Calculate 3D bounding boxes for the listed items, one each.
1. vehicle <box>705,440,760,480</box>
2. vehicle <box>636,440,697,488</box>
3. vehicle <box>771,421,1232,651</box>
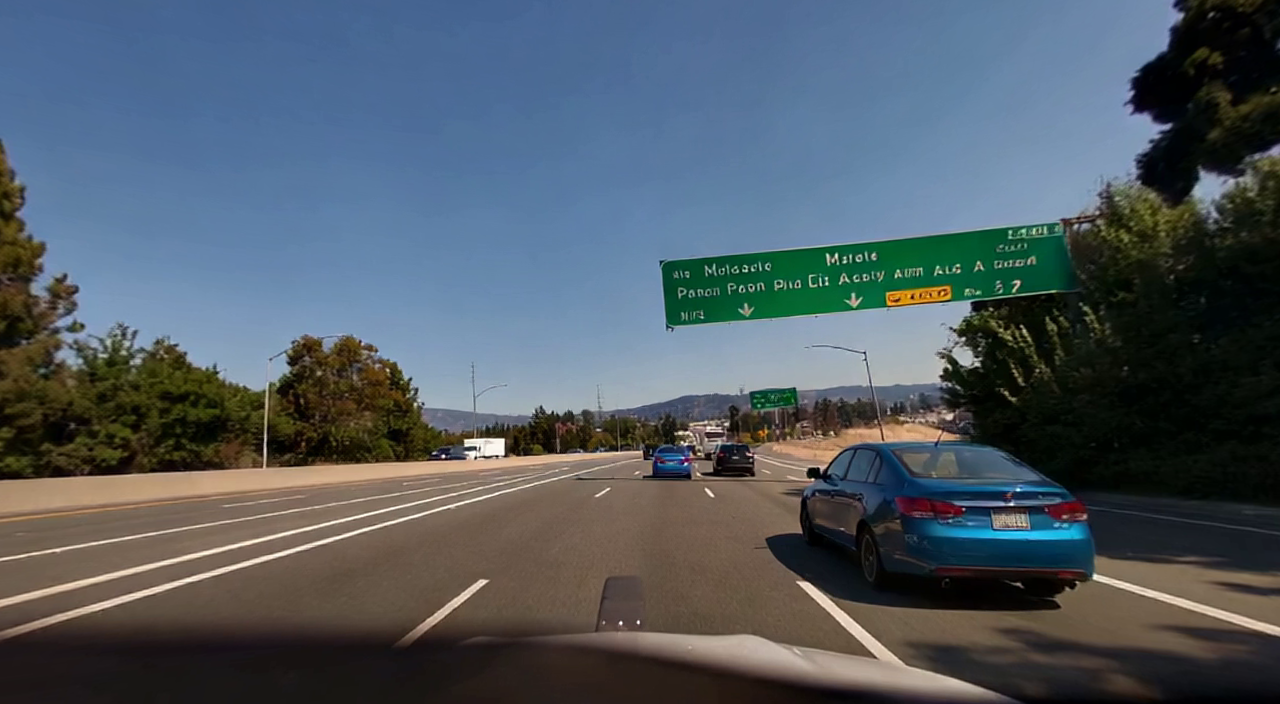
[{"bbox_3d":[4.186,4.965,29.109,2.076,1.684,4.241,0,-9,3],"label":"vehicle"},{"bbox_3d":[1.001,4.132,23.420,2.074,1.614,3.803,0,-9,3],"label":"vehicle"},{"bbox_3d":[2.852,1.559,6.468,2.009,1.489,4.559,0,-9,0],"label":"vehicle"}]
